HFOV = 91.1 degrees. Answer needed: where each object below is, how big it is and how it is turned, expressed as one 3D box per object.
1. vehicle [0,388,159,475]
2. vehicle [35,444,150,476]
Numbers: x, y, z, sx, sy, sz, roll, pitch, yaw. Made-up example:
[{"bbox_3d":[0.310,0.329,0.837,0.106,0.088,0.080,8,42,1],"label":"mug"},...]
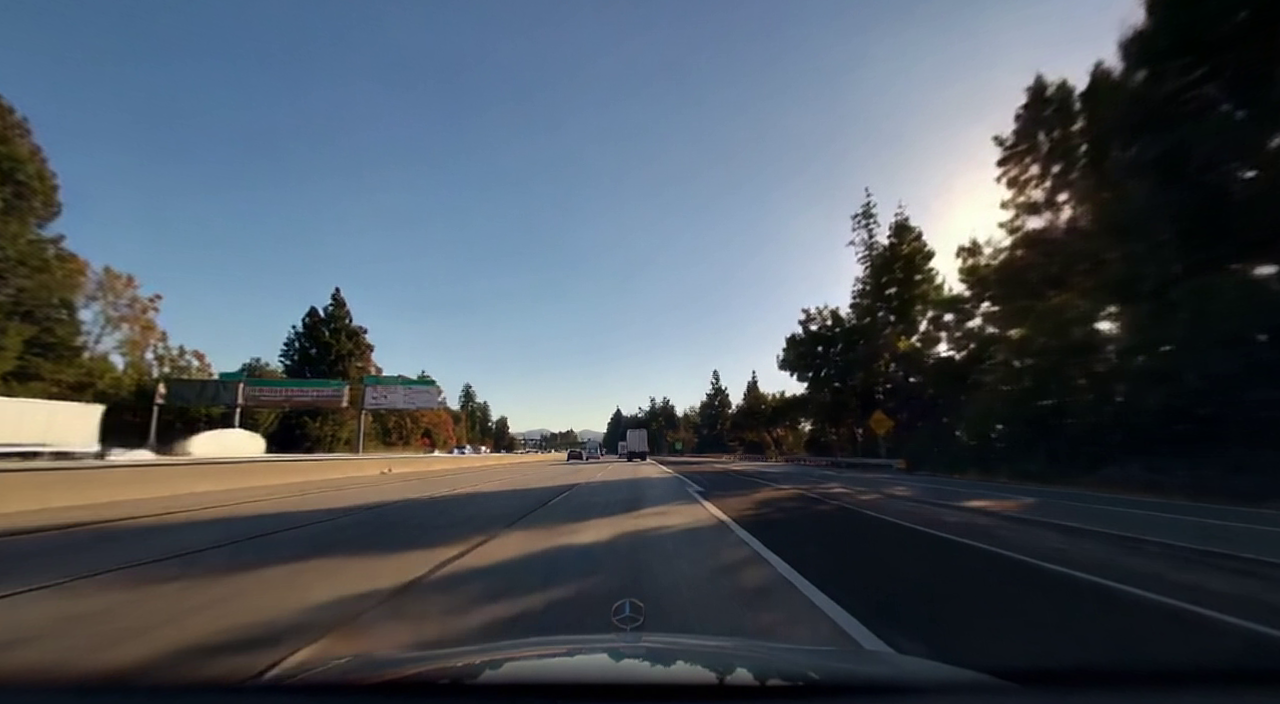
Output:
[{"bbox_3d":[-32.537,4.122,32.137,2.884,4.194,16.639,0,-8,-1],"label":"vehicle"},{"bbox_3d":[-28.193,5.542,32.563,1.851,1.549,4.520,0,-8,0],"label":"vehicle"}]
